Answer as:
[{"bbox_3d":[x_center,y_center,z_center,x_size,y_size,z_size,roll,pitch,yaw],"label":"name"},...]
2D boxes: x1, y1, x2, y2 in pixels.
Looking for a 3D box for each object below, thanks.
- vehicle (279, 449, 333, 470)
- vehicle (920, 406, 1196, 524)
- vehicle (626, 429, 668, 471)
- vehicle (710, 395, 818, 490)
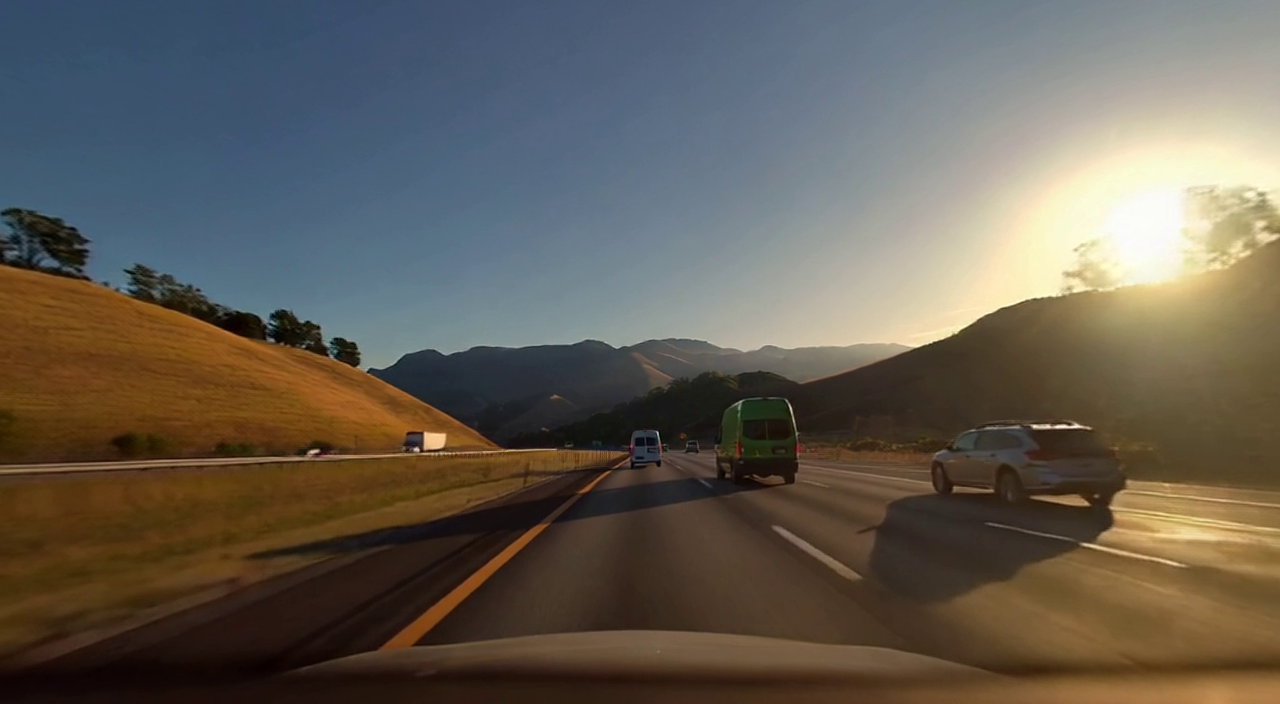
[{"bbox_3d":[-26.274,8.418,49.752,1.802,1.546,4.238,0,-8,1],"label":"vehicle"},{"bbox_3d":[7.951,2.205,12.829,2.240,1.925,4.854,0,-8,0],"label":"vehicle"},{"bbox_3d":[0.389,5.379,34.699,2.131,2.122,4.473,0,-8,1],"label":"vehicle"},{"bbox_3d":[3.862,3.011,21.037,2.302,2.670,6.176,0,-8,0],"label":"vehicle"}]
